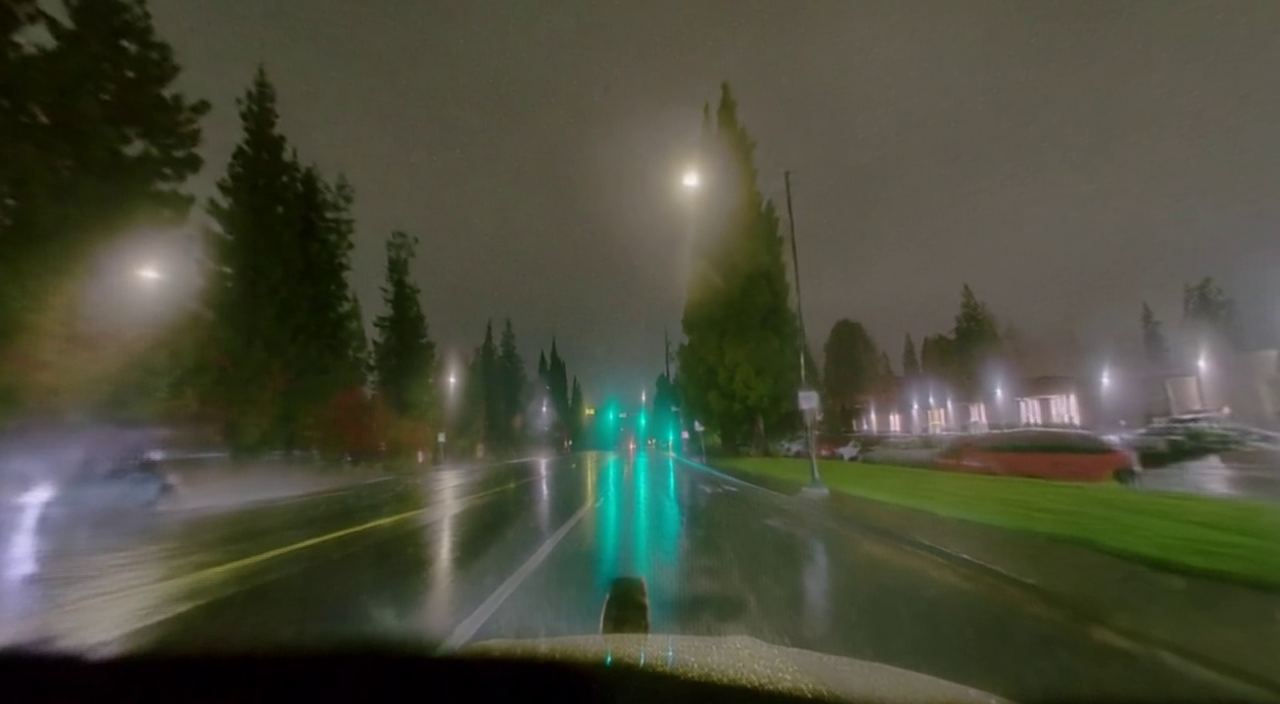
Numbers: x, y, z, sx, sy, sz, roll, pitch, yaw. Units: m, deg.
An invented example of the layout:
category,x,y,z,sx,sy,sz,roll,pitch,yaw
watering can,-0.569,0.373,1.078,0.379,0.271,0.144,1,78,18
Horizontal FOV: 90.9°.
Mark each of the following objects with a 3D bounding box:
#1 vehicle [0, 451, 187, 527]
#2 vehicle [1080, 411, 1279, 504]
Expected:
category,x,y,z,sx,sy,sz,roll,pitch,yaw
vehicle,-14.083,3.323,15.707,2.044,1.514,4.704,-4,-9,2
vehicle,11.129,1.909,11.424,4.708,1.511,2.022,0,-9,1
